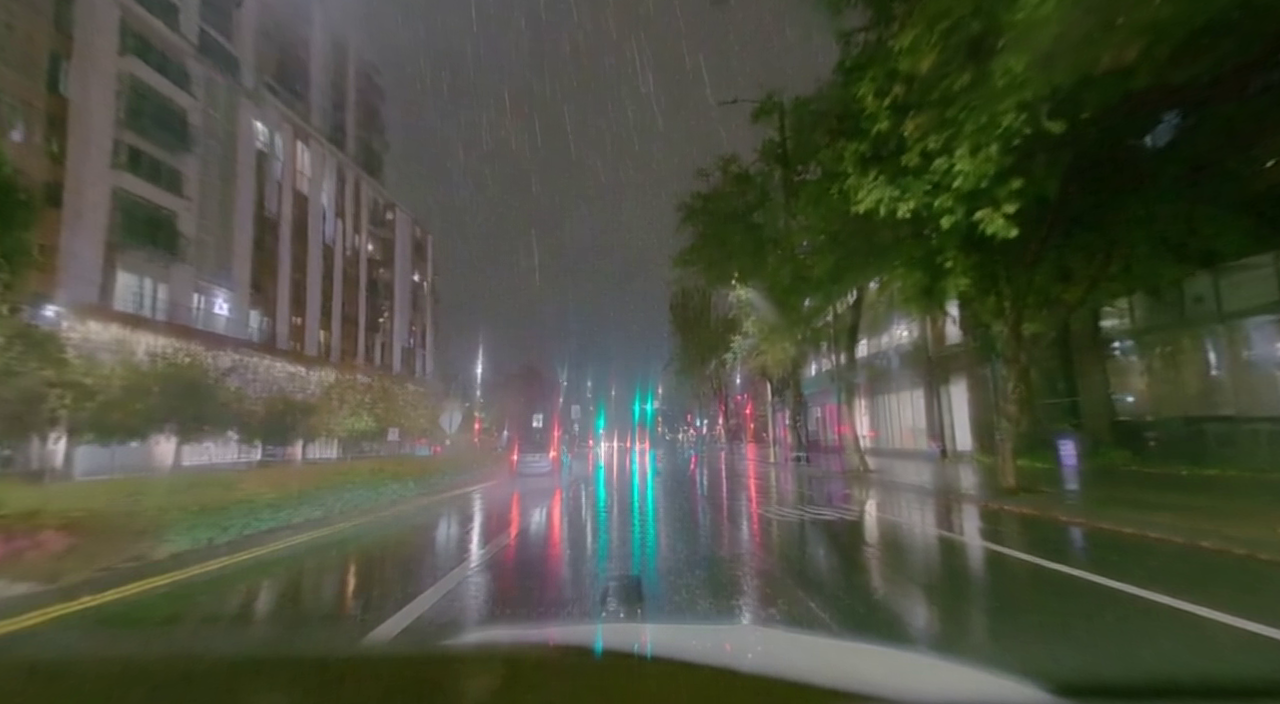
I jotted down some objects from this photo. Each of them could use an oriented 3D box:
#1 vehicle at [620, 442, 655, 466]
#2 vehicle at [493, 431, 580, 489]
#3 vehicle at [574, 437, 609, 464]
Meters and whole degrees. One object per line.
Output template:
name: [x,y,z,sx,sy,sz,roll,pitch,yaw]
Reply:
vehicle: [-0.159,6.353,39.547,2.095,1.438,3.843,0,-8,0]
vehicle: [-3.327,3.577,21.236,2.116,1.725,4.315,0,-8,1]
vehicle: [-3.439,7.092,45.457,2.152,1.802,4.628,0,-9,0]
